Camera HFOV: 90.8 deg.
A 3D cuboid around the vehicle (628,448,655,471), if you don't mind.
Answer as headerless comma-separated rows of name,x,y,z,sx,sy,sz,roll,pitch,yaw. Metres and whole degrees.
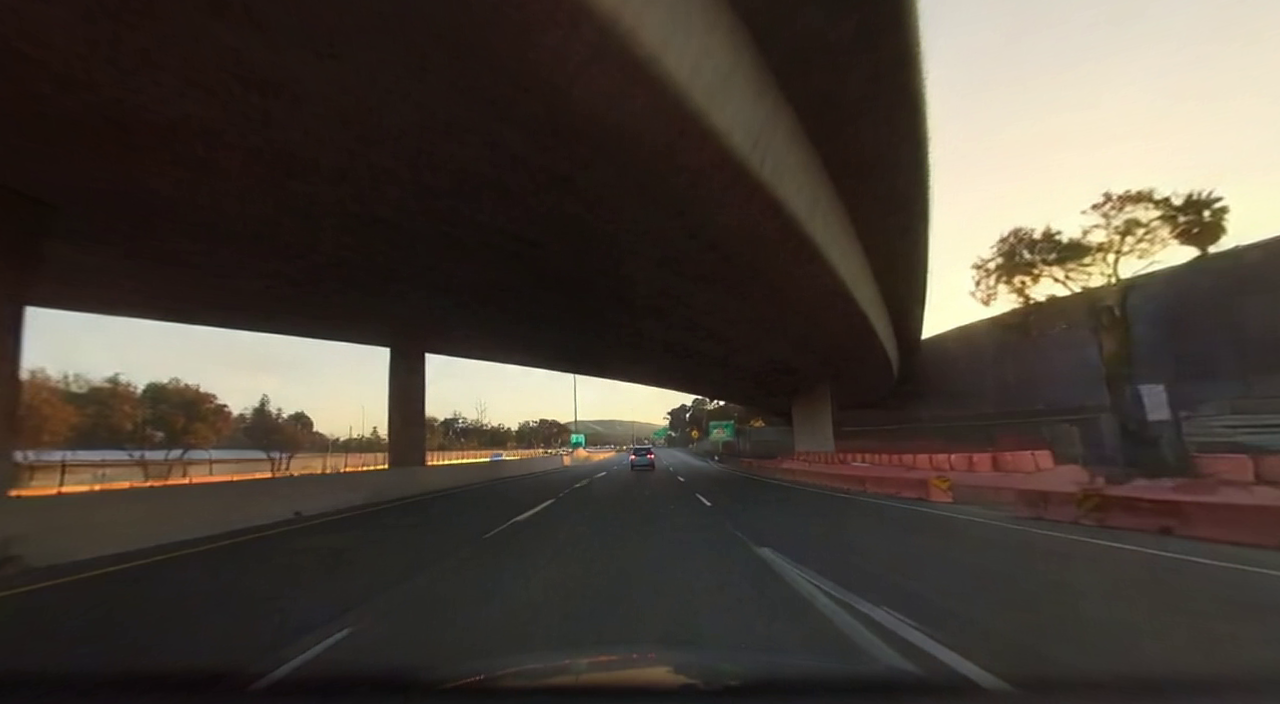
vehicle,0.129,7.053,41.480,1.695,1.437,3.506,0,-9,1
